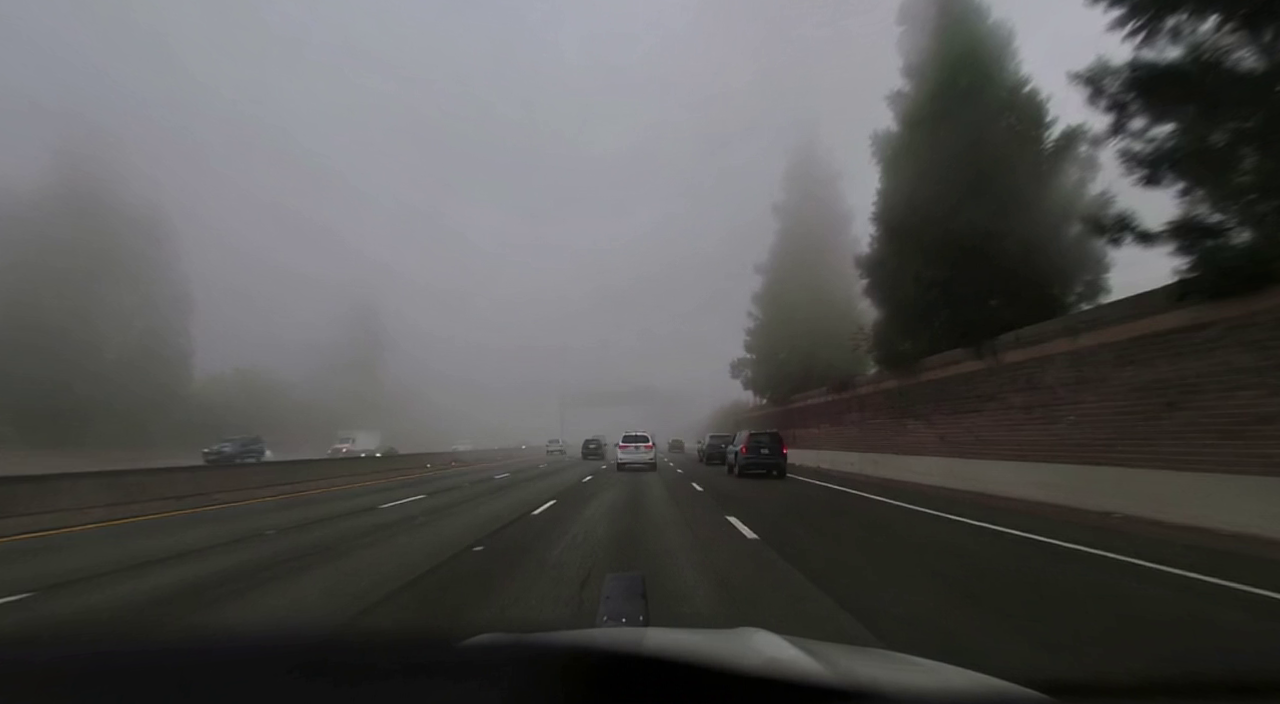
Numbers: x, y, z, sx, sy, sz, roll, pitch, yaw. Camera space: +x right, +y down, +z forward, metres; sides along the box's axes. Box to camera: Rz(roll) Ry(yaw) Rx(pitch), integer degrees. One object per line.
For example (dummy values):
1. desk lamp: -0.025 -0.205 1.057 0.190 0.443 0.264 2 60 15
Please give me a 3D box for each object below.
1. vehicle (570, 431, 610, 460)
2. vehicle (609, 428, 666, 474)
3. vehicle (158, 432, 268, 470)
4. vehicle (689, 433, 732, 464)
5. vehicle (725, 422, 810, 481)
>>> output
1. vehicle: -3.481 6.687 44.971 2.274 1.896 5.571 0 -9 2
2. vehicle: -0.085 4.219 26.912 2.233 1.804 4.273 0 -9 0
3. vehicle: -29.173 6.805 43.502 2.645 2.416 6.919 0 -9 1
4. vehicle: 3.944 5.495 35.976 2.001 1.651 3.916 0 -9 0
5. vehicle: 4.264 3.434 21.883 2.017 1.847 4.299 0 -9 0
